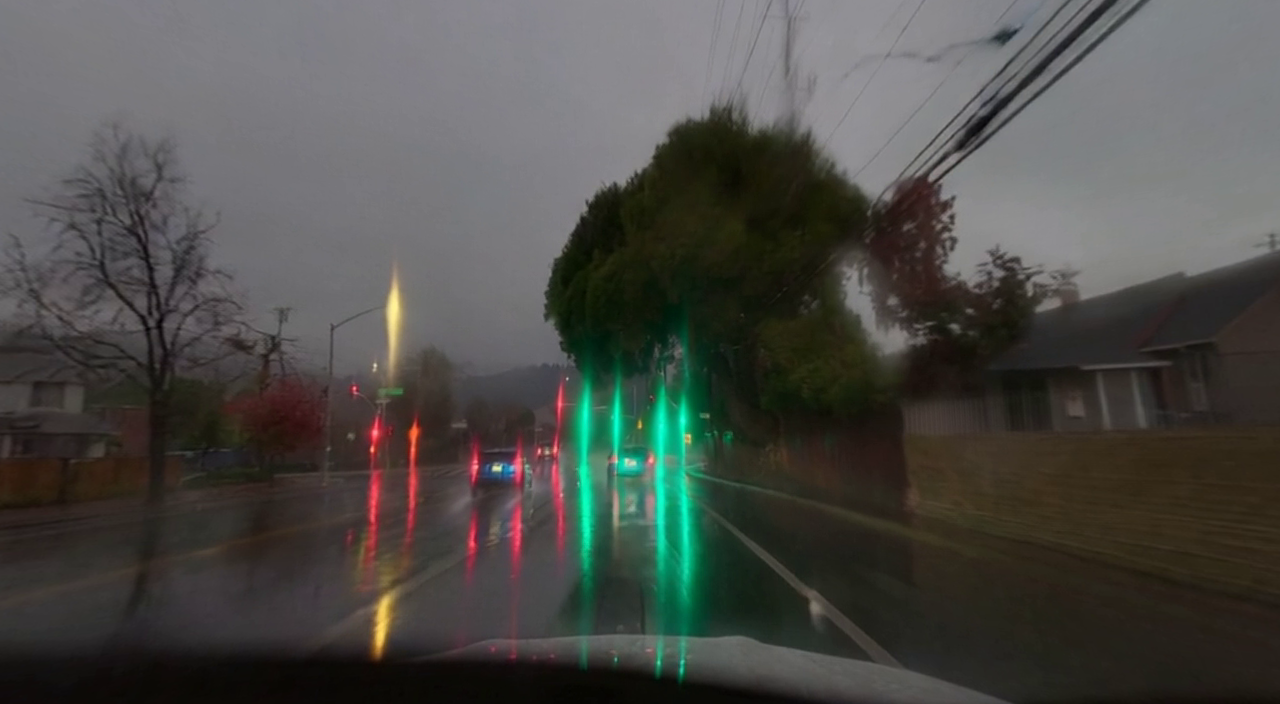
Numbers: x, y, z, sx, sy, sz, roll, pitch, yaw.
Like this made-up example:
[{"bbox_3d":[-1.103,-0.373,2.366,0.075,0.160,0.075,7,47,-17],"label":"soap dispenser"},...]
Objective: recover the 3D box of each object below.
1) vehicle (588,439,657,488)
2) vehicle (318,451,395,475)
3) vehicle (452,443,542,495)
[{"bbox_3d":[-0.663,3.821,21.877,2.168,1.504,4.284,1,-9,-3],"label":"vehicle"},{"bbox_3d":[-22.006,8.604,49.079,4.979,1.782,2.264,-2,-9,14],"label":"vehicle"},{"bbox_3d":[-4.299,3.596,19.694,1.913,1.425,4.235,0,-9,-1],"label":"vehicle"}]
